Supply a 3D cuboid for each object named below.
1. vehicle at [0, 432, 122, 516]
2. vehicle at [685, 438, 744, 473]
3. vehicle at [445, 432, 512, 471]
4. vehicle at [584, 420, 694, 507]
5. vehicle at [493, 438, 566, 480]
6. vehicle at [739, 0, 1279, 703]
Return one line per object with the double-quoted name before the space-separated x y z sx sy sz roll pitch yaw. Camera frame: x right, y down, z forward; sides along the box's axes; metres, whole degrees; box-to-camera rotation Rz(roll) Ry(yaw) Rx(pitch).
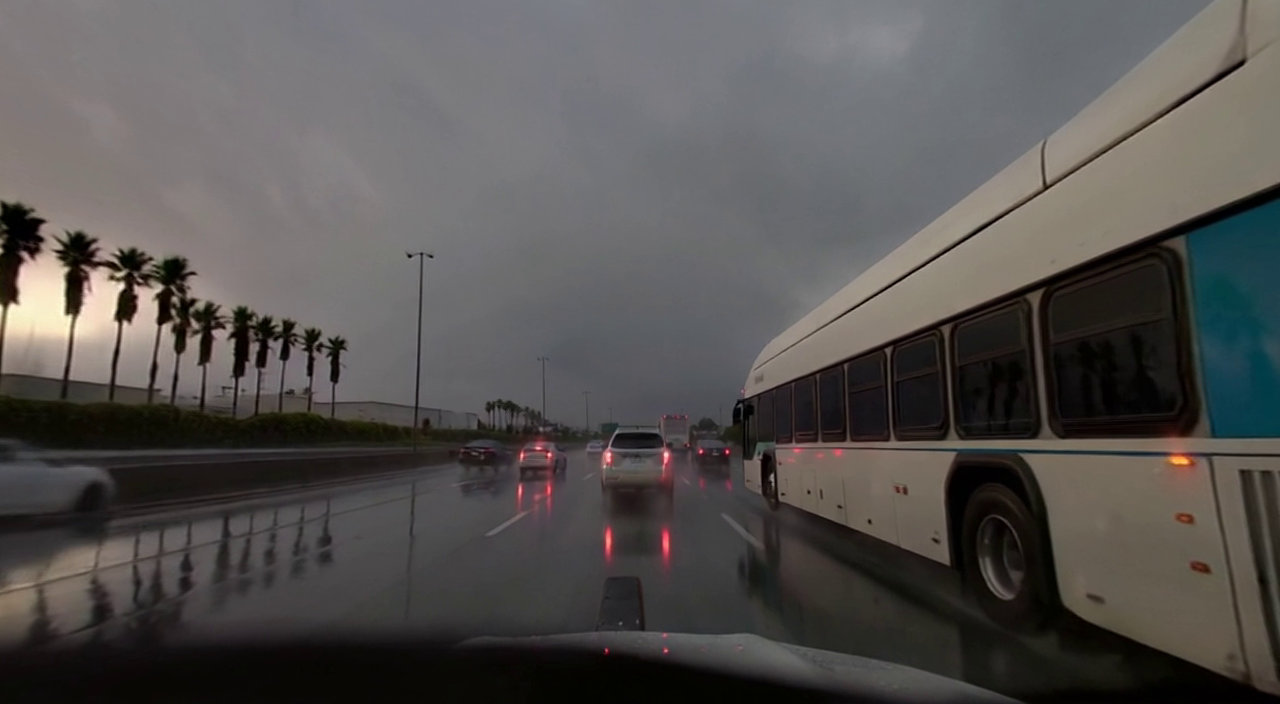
"vehicle" -12.461 2.215 11.499 1.961 1.493 4.784 0 -9 -1
"vehicle" 3.388 4.838 29.550 2.039 1.516 4.521 0 -9 -2
"vehicle" -8.008 5.000 31.761 2.066 1.779 4.706 0 -9 1
"vehicle" 0.015 2.637 15.244 2.268 1.796 4.280 0 -9 1
"vehicle" -4.404 4.334 25.828 2.040 1.536 4.680 0 -9 1
"vehicle" 3.954 0.653 8.256 3.020 3.622 14.302 0 -9 0
